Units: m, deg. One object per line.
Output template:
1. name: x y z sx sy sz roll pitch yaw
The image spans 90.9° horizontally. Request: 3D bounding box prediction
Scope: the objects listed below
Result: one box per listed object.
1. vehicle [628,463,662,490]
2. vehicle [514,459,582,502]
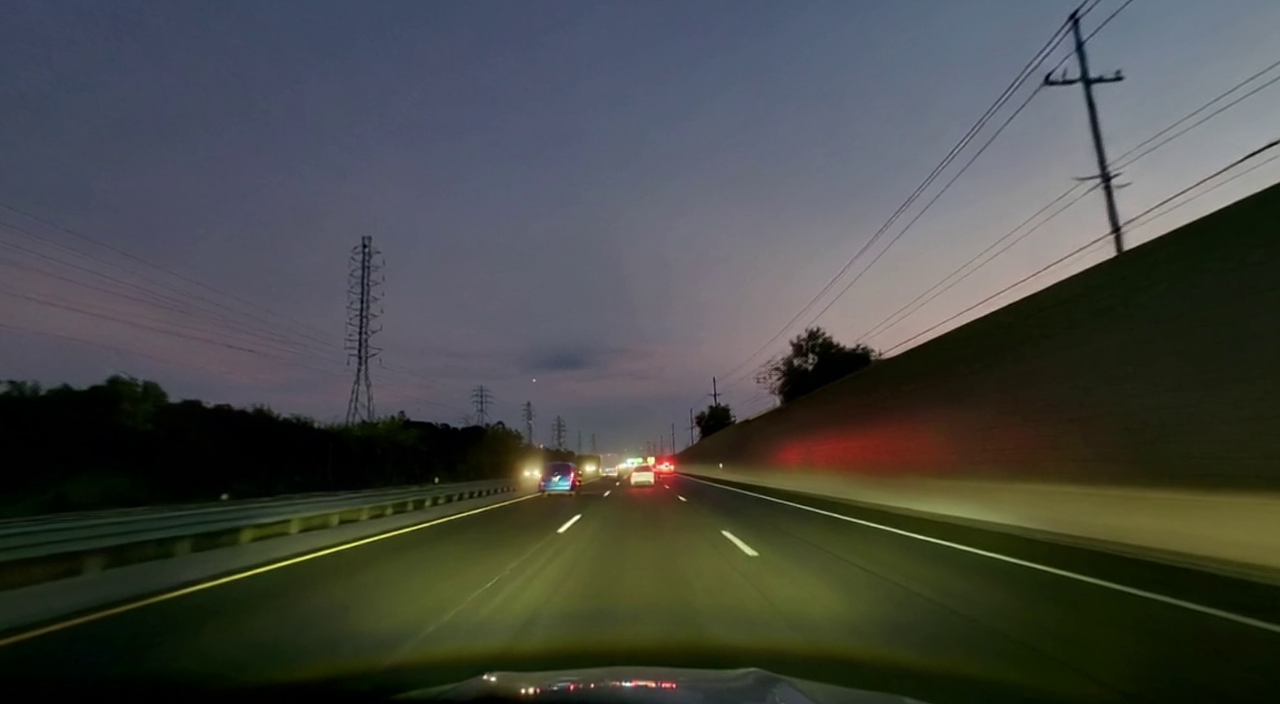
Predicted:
1. vehicle: 0.289 7.734 39.367 2.006 1.554 3.863 1 -10 0
2. vehicle: -3.635 5.203 25.754 2.023 1.541 4.543 1 -10 1
